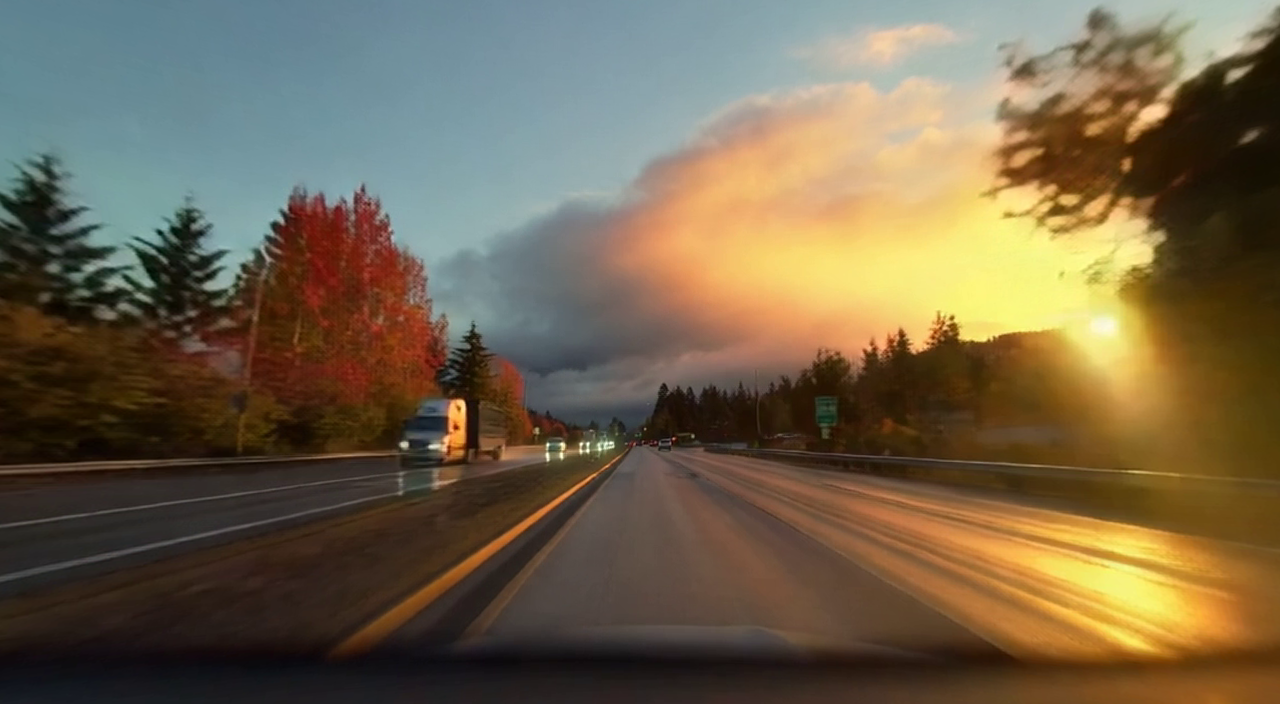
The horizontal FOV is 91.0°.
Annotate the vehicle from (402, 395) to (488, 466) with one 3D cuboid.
[{"bbox_3d":[-11.048,4.585,36.285,2.946,3.741,5.919,0,-8,0],"label":"vehicle"}]
